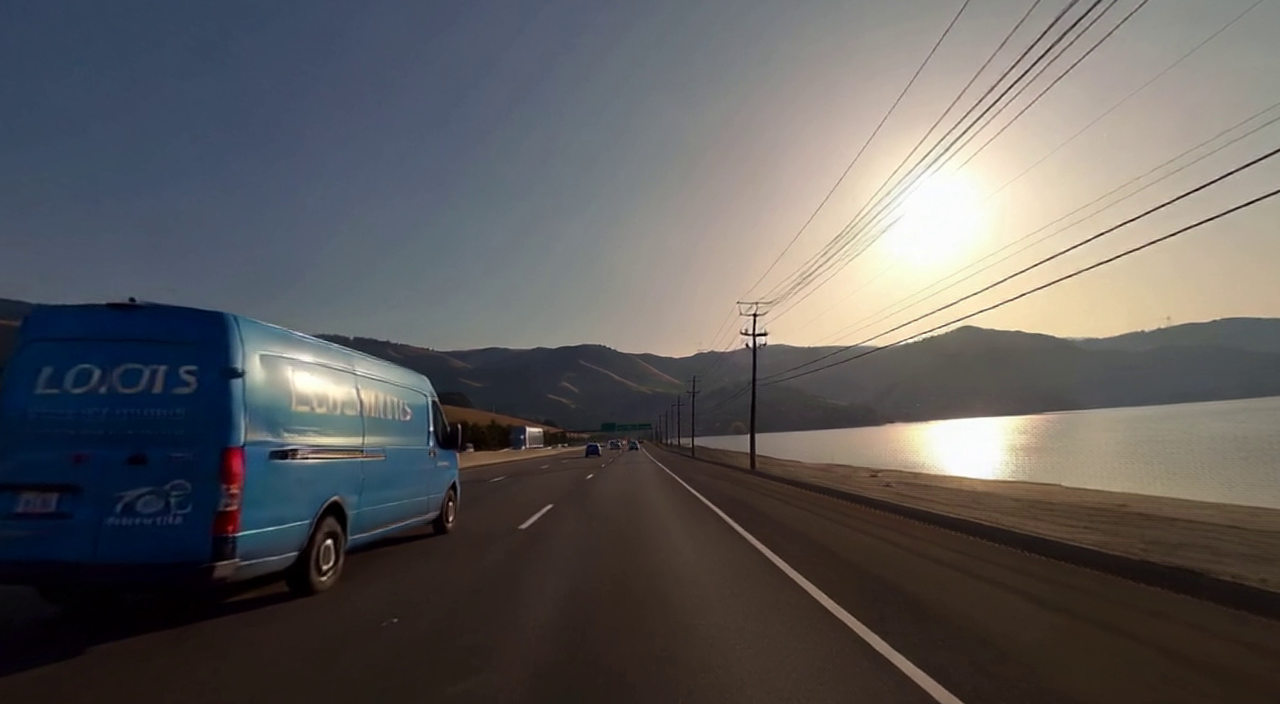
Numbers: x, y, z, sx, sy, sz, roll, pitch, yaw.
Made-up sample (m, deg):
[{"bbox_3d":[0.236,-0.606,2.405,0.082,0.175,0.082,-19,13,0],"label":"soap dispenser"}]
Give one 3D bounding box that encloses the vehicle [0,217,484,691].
[{"bbox_3d":[-3.729,1.004,6.978,2.331,2.757,6.581,0,-8,0],"label":"vehicle"}]
